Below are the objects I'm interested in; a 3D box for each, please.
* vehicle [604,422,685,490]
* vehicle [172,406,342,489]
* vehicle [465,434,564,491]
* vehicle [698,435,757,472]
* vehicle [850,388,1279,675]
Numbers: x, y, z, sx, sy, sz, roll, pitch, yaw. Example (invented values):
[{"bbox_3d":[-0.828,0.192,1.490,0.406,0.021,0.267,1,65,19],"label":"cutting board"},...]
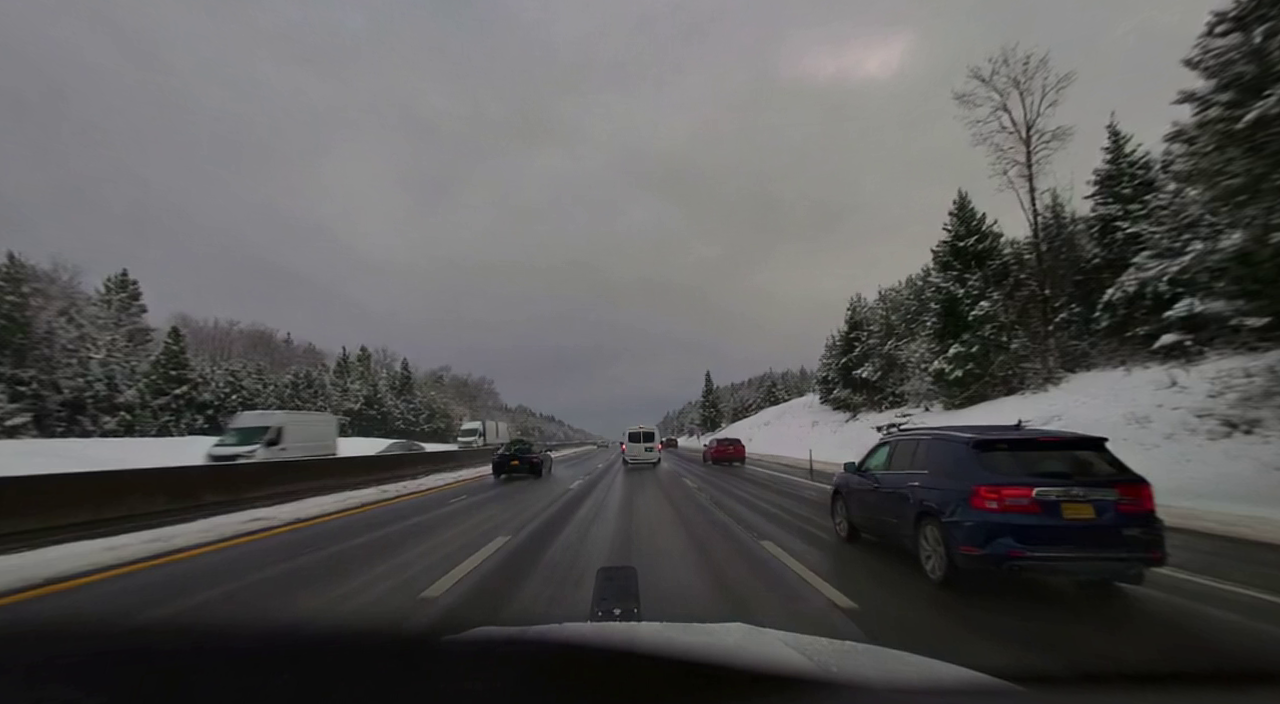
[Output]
[{"bbox_3d":[0.078,3.079,19.035,2.159,1.811,4.238,0,-8,-1],"label":"vehicle"},{"bbox_3d":[-15.139,3.829,25.723,2.553,2.909,7.010,0,-8,0],"label":"vehicle"},{"bbox_3d":[-3.687,3.308,19.431,2.093,1.517,4.648,0,-8,0],"label":"vehicle"},{"bbox_3d":[3.902,4.587,28.900,1.923,1.562,4.691,0,-8,-2],"label":"vehicle"},{"bbox_3d":[3.483,1.262,5.468,2.038,1.621,3.622,0,-8,0],"label":"vehicle"}]
